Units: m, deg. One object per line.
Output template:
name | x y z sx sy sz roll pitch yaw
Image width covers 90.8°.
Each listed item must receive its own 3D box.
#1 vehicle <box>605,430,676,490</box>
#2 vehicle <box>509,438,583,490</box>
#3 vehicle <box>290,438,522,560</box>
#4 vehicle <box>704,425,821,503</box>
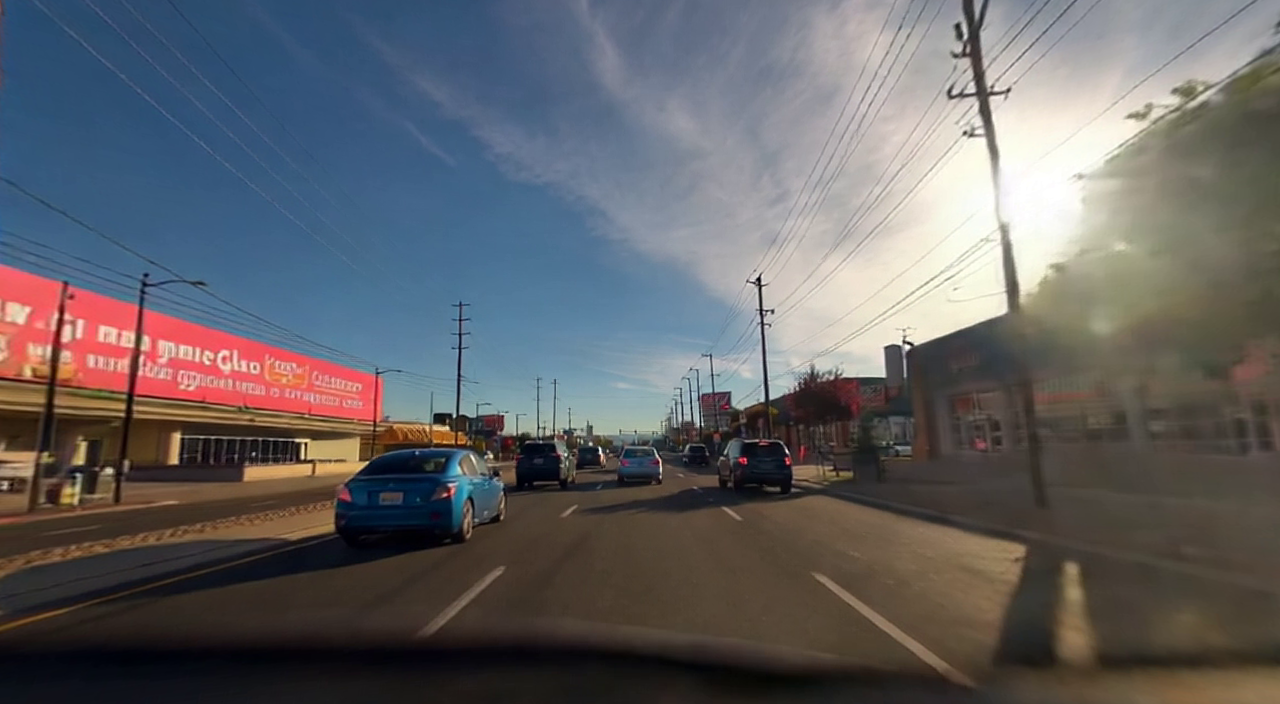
vehicle | 0.009 3.863 22.927 2.326 1.925 4.253 0 -8 0
vehicle | -3.239 3.943 22.526 2.051 1.671 3.861 0 -8 0
vehicle | -3.351 2.168 10.192 2.022 1.498 4.471 0 -8 0
vehicle | 3.297 3.154 18.226 2.282 1.897 4.915 0 -8 -1
